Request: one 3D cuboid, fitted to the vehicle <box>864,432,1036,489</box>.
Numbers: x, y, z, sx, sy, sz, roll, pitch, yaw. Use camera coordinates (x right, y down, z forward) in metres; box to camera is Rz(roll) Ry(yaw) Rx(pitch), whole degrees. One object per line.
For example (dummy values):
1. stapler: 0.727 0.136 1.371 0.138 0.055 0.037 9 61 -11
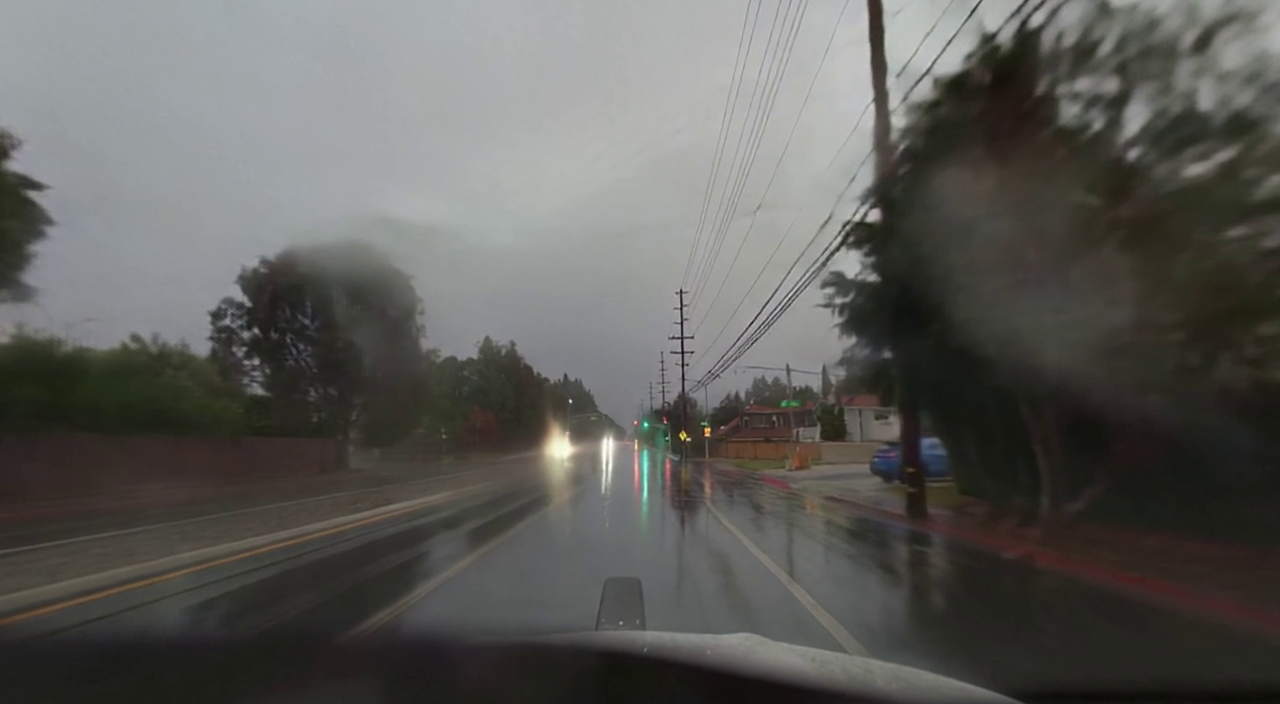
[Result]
1. vehicle: 9.663 3.400 19.974 4.387 1.680 1.958 1 -9 -3
